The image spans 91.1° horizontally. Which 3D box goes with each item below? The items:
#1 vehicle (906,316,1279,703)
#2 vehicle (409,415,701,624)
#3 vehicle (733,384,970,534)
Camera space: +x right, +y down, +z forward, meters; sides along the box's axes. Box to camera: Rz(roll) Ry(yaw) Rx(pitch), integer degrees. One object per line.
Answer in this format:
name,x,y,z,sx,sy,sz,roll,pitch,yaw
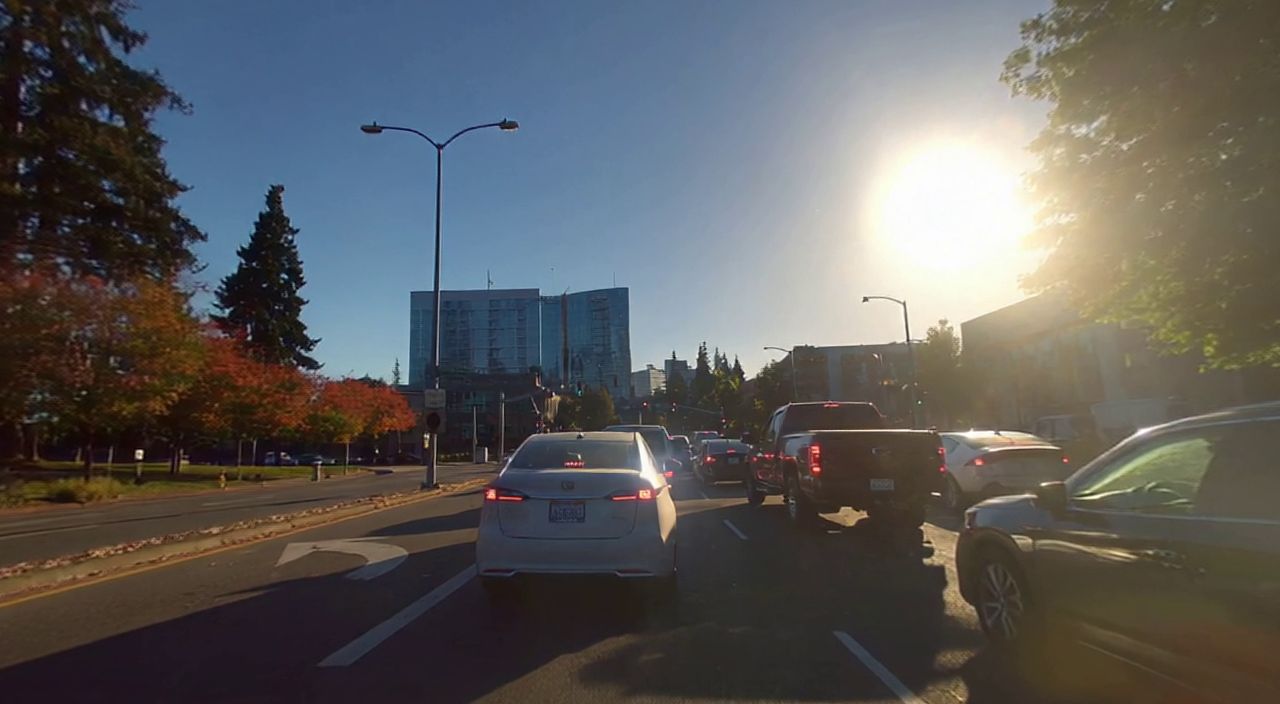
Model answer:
vehicle,3.158,0.829,2.621,2.024,1.723,4.714,0,-9,0
vehicle,-0.593,1.569,6.877,2.172,1.536,4.250,0,-9,1
vehicle,3.532,2.001,12.190,2.497,2.186,5.890,0,-9,0
